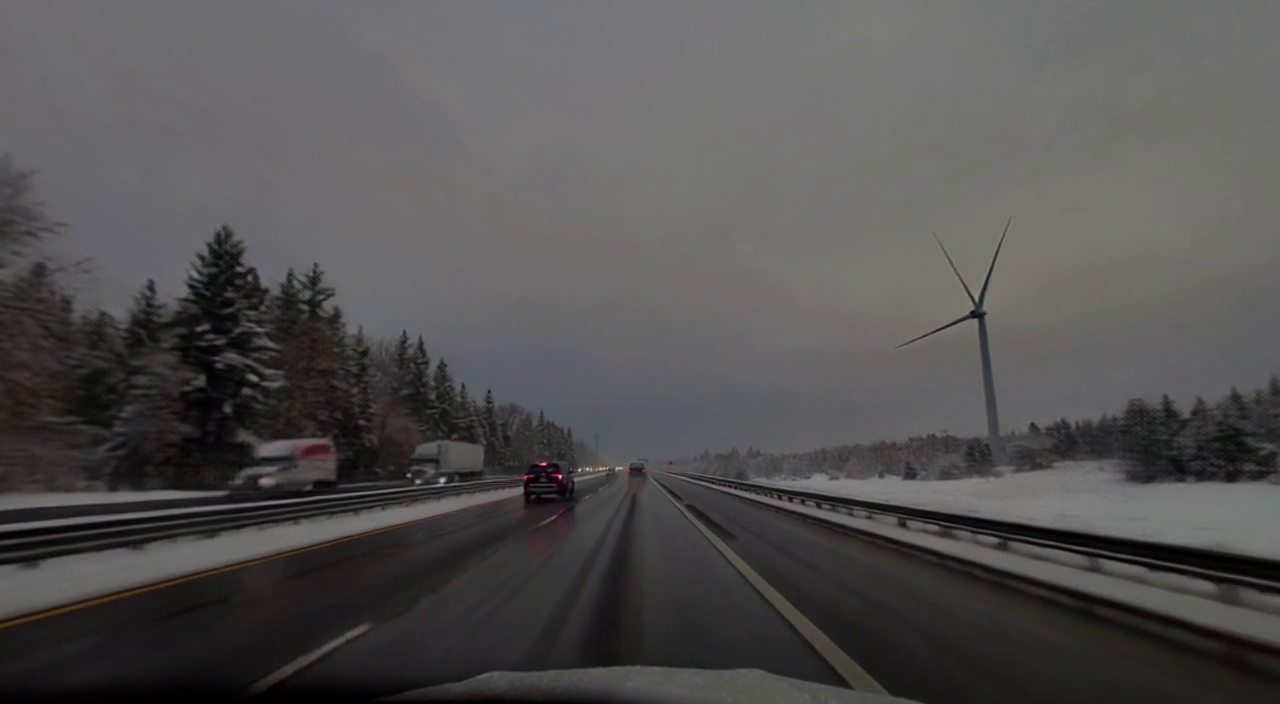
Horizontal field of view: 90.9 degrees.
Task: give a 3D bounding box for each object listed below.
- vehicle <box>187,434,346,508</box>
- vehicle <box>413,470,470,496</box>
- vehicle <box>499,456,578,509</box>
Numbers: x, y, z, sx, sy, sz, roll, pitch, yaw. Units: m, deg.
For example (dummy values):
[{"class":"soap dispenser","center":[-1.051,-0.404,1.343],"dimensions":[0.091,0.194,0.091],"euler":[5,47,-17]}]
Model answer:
[{"class":"vehicle","center":[-16.379,5.349,28.423],"dimensions":[2.486,2.808,7.416],"euler":[1,-11,1]},{"class":"vehicle","center":[-11.868,7.848,37.972],"dimensions":[1.929,1.466,4.564],"euler":[1,-11,0]},{"class":"vehicle","center":[-3.574,4.723,23.081],"dimensions":[2.124,1.705,4.440],"euler":[1,-11,0]}]
